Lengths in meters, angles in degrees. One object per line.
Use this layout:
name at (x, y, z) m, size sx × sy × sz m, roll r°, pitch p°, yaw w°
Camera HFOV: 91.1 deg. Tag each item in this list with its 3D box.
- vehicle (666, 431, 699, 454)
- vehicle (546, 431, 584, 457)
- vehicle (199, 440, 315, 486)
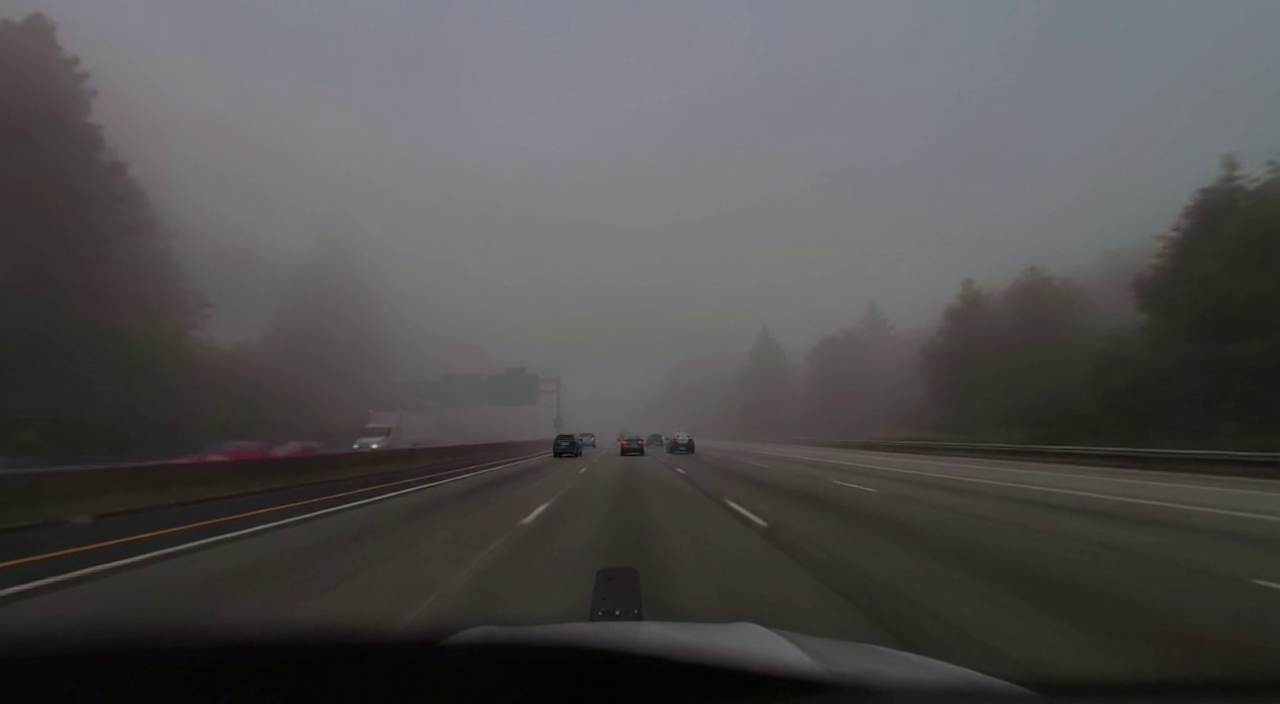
vehicle at (3.191, 6.864, 47.944) m, size 2.066 × 1.673 × 4.225 m, roll 0°, pitch -8°, yaw -2°
vehicle at (-4.939, 6.123, 41.901) m, size 2.119 × 1.629 × 3.946 m, roll 0°, pitch -8°, yaw -1°
vehicle at (-14.016, 4.042, 23.311) m, size 1.782 × 1.513 × 4.033 m, roll 0°, pitch -8°, yaw -1°
